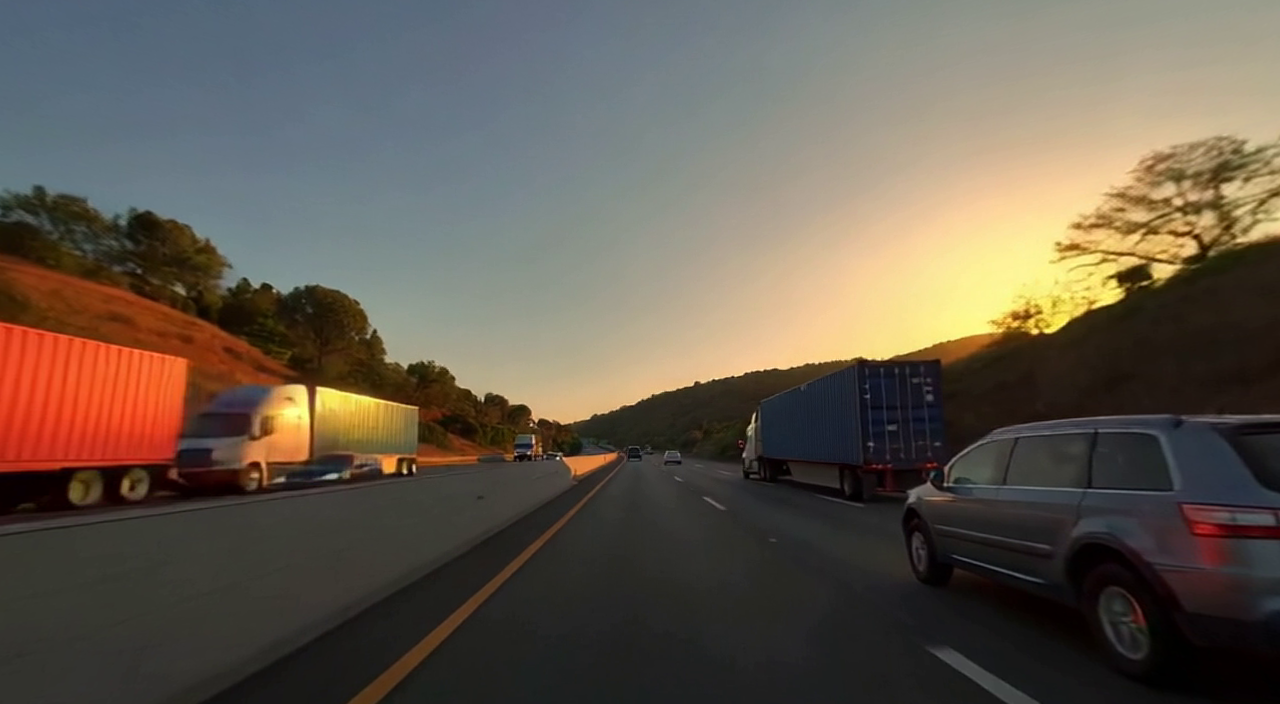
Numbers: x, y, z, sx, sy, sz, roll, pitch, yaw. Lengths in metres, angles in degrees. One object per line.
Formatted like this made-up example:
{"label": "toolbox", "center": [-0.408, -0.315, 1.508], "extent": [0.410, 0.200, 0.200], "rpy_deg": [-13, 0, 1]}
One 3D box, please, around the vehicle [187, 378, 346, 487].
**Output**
{"label": "vehicle", "center": [-15.227, 3.418, 26.378], "extent": [2.914, 4.017, 5.846], "rpy_deg": [0, -9, 0]}

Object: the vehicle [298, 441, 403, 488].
{"label": "vehicle", "center": [-11.138, 4.344, 24.679], "extent": [2.026, 1.657, 4.362], "rpy_deg": [0, -9, 0]}

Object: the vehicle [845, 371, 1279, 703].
{"label": "vehicle", "center": [3.385, 1.243, 4.682], "extent": [2.130, 1.658, 4.537], "rpy_deg": [0, -9, -1]}

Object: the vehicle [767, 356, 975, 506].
{"label": "vehicle", "center": [7.692, 3.191, 24.152], "extent": [2.882, 4.109, 13.567], "rpy_deg": [0, -9, 0]}
